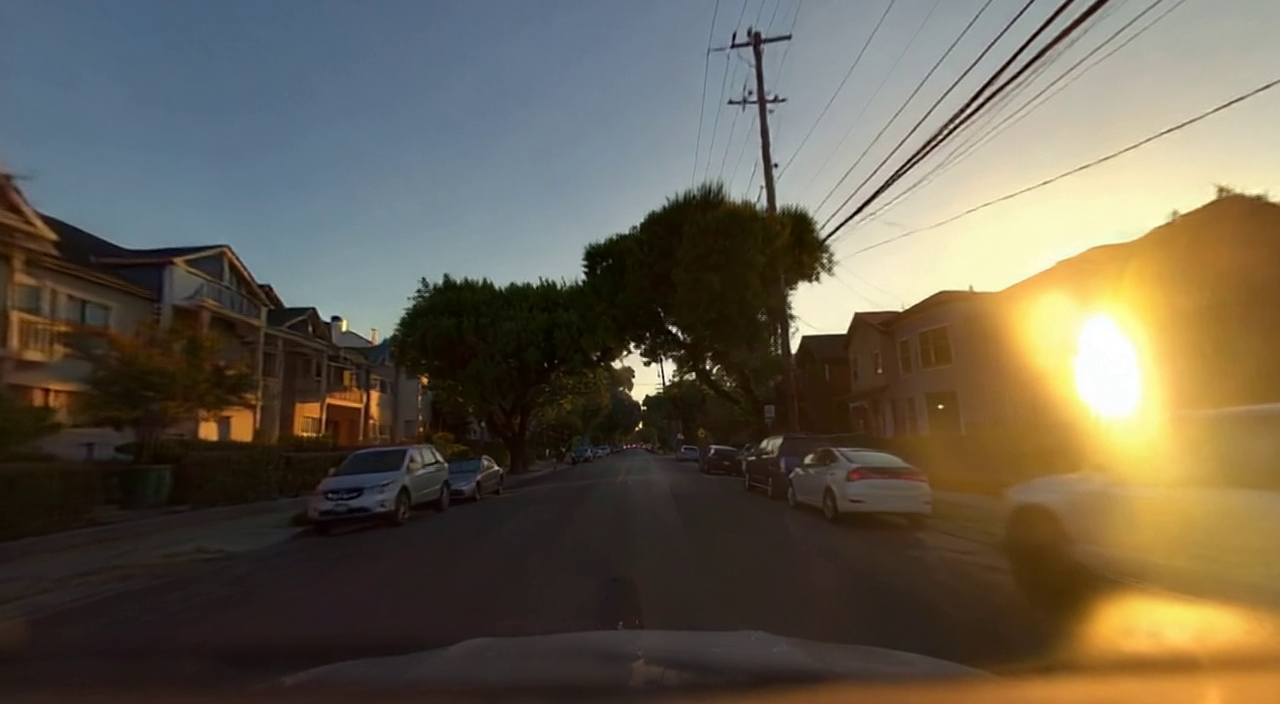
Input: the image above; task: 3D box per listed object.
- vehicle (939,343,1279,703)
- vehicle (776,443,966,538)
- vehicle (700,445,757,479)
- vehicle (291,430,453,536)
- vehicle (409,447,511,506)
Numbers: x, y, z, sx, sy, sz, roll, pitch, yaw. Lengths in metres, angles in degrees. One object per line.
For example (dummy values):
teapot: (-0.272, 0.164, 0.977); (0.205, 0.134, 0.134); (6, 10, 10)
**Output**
vehicle: (4.129, 0.939, 3.270); (2.279, 1.848, 5.577); (0, -9, -2)
vehicle: (3.966, 2.430, 11.811); (1.804, 1.422, 4.497); (0, -9, -1)
vehicle: (4.136, 5.201, 30.154); (1.930, 1.470, 4.738); (0, -9, -1)
vehicle: (-5.716, 2.764, 14.176); (2.046, 1.825, 4.627); (-2, -7, -6)
vehicle: (-5.698, 3.952, 20.637); (1.991, 1.464, 4.763); (-3, -7, 0)
